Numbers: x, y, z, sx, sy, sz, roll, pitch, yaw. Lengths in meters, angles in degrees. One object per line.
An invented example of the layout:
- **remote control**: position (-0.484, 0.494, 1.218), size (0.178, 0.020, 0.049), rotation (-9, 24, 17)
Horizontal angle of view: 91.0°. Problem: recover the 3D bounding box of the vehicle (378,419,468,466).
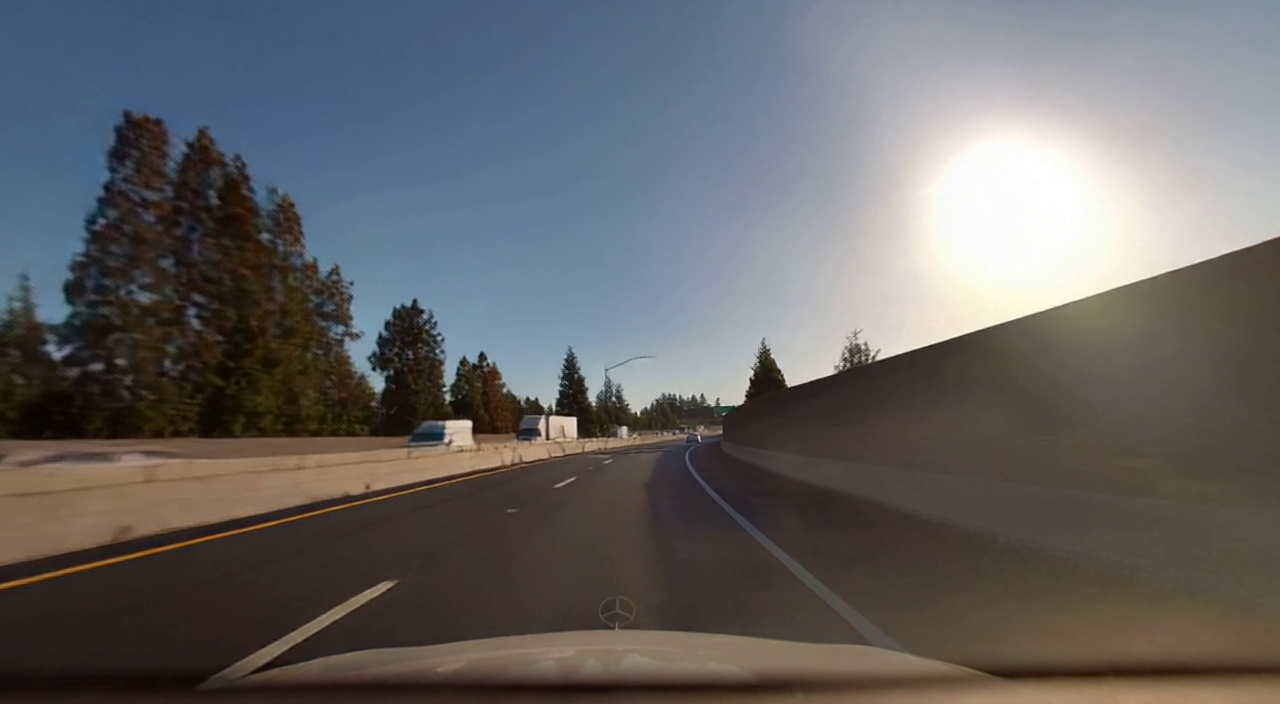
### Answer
- **vehicle**: position (-12.093, 5.122, 35.773), size (2.492, 2.342, 6.658), rotation (-1, -8, 2)
